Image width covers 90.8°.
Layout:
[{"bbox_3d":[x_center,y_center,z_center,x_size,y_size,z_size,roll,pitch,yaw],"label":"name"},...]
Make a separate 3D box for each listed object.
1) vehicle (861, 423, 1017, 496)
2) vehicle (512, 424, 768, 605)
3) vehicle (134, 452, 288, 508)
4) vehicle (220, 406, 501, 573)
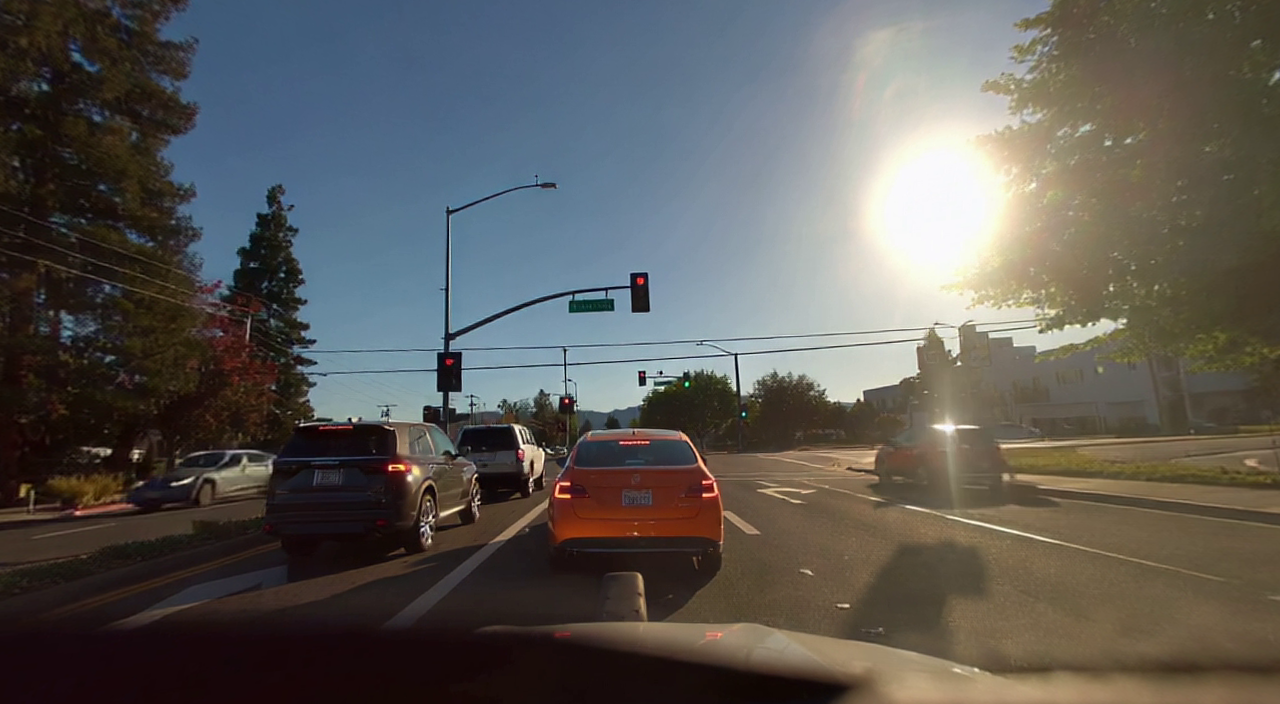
[{"bbox_3d":[7.913,2.898,17.322,2.059,1.719,4.443,0,-8,0],"label":"vehicle"},{"bbox_3d":[-0.059,1.644,7.308,2.126,1.475,3.967,0,-8,-2],"label":"vehicle"},{"bbox_3d":[-12.955,3.841,19.450,1.841,1.469,4.202,0,-8,-1],"label":"vehicle"},{"bbox_3d":[-3.429,1.762,8.861,2.046,1.751,4.208,0,-8,-1],"label":"vehicle"}]
